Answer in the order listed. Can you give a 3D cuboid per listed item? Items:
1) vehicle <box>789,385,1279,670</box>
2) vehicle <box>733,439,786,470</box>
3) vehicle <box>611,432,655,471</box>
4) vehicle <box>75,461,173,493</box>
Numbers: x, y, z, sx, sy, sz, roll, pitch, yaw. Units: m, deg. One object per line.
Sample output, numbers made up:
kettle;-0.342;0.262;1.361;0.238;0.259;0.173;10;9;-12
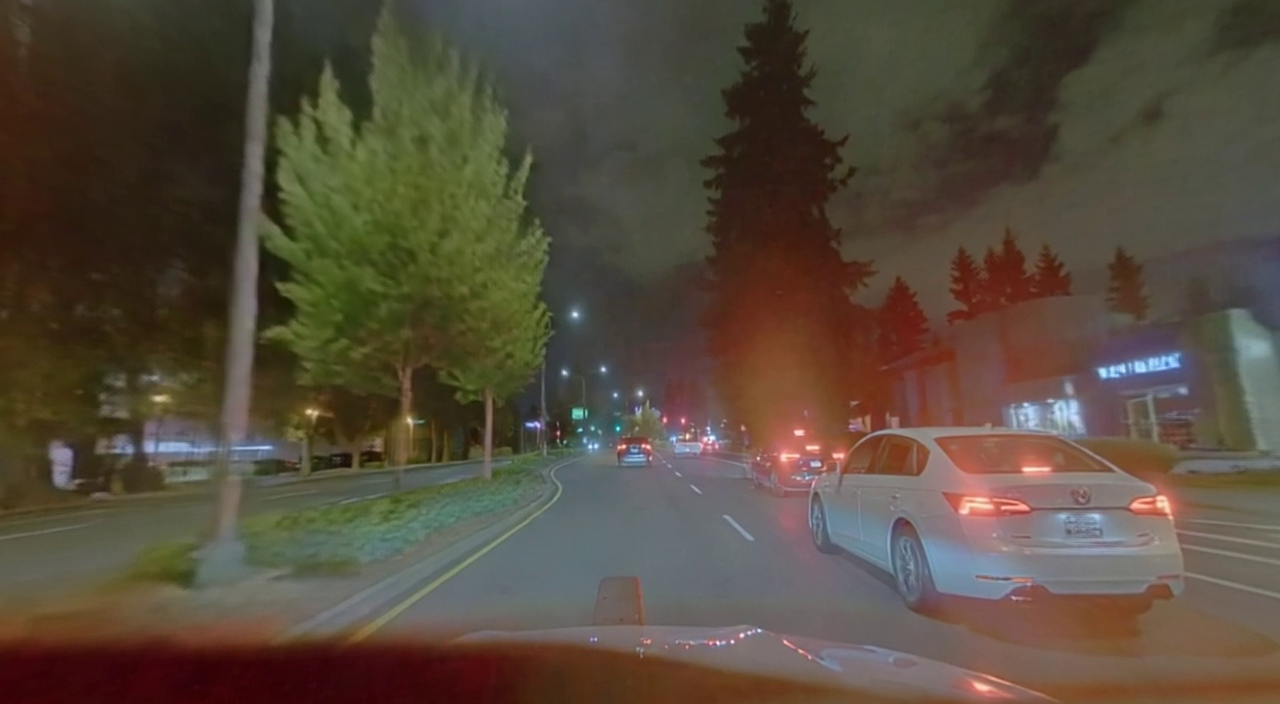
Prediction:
vehicle;3.050;1.351;6.010;2.153;1.658;4.485;0;-8;0
vehicle;5.915;5.123;31.700;1.883;1.452;4.258;0;-8;1
vehicle;-0.335;5.003;31.921;2.106;1.798;4.168;0;-8;0
vehicle;-30.056;7.253;36.884;4.040;1.444;1.905;-4;-8;-1
